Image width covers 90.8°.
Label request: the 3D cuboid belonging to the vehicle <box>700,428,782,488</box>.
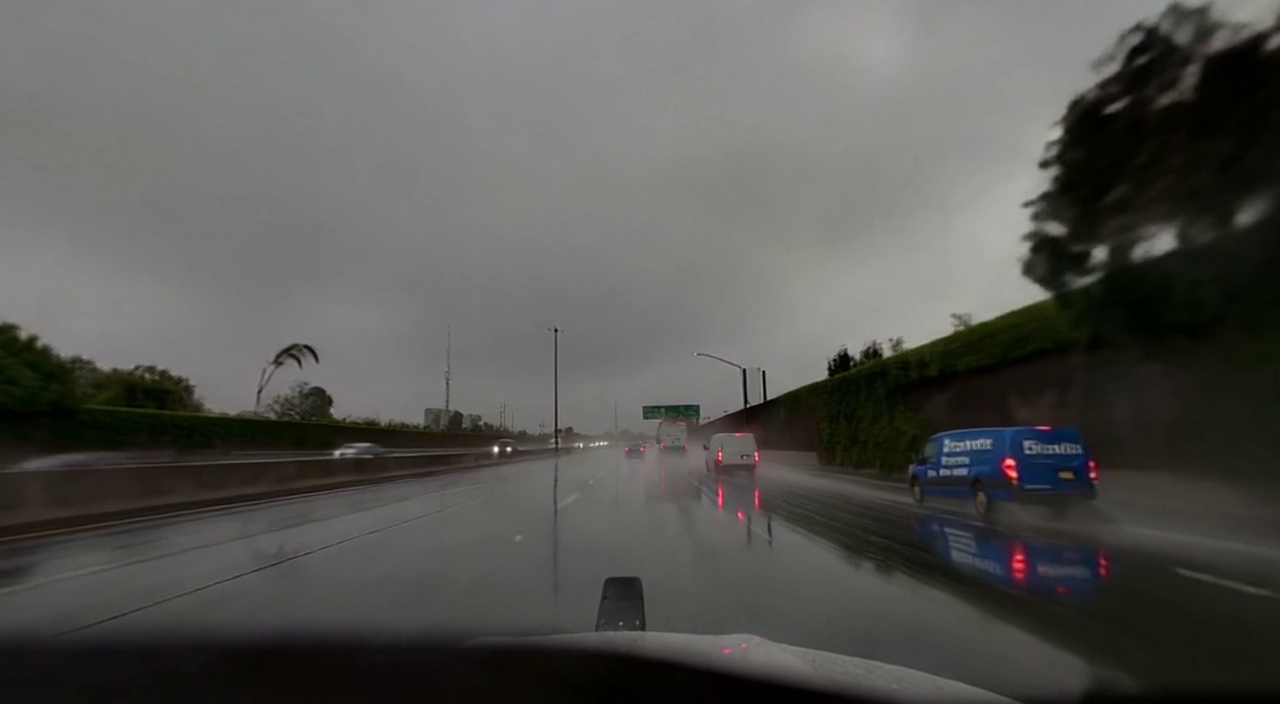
[{"bbox_3d":[3.552,3.846,23.213,2.035,1.931,4.841,0,-9,-2],"label":"vehicle"}]

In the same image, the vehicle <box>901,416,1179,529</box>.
[{"bbox_3d":[7.471,2.310,12.689,2.266,1.799,4.947,0,-9,-1],"label":"vehicle"}]
